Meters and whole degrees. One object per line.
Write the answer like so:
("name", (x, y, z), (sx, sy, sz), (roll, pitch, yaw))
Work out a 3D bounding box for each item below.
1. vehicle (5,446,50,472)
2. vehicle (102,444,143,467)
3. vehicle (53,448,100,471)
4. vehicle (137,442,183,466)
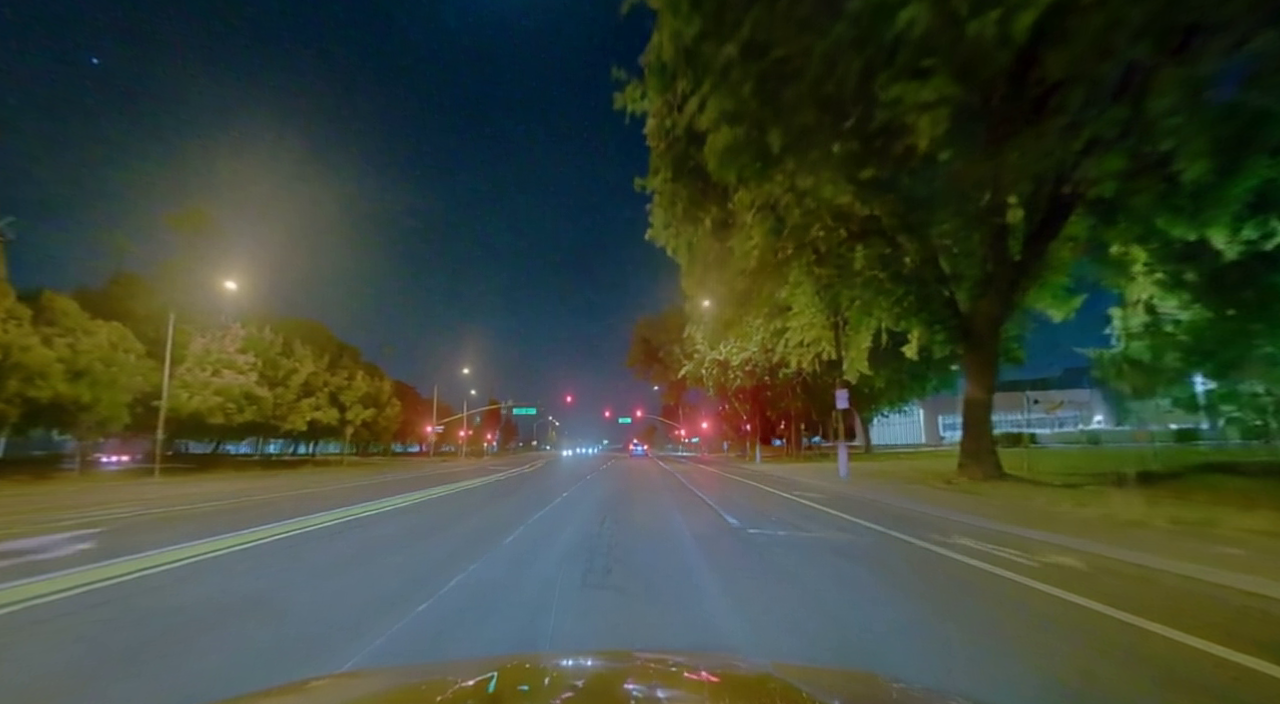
("vehicle", (-38.920, 6.779, 40.107), (3.778, 1.445, 1.746), (-6, -11, 44))
("vehicle", (-38.186, 7.593, 46.539), (3.758, 1.545, 1.763), (-8, -12, 43))
("vehicle", (-37.967, 7.169, 42.528), (3.969, 1.433, 1.835), (-7, -11, 42))
("vehicle", (-37.920, 8.018, 49.831), (4.235, 1.748, 2.001), (-7, -11, 42))
